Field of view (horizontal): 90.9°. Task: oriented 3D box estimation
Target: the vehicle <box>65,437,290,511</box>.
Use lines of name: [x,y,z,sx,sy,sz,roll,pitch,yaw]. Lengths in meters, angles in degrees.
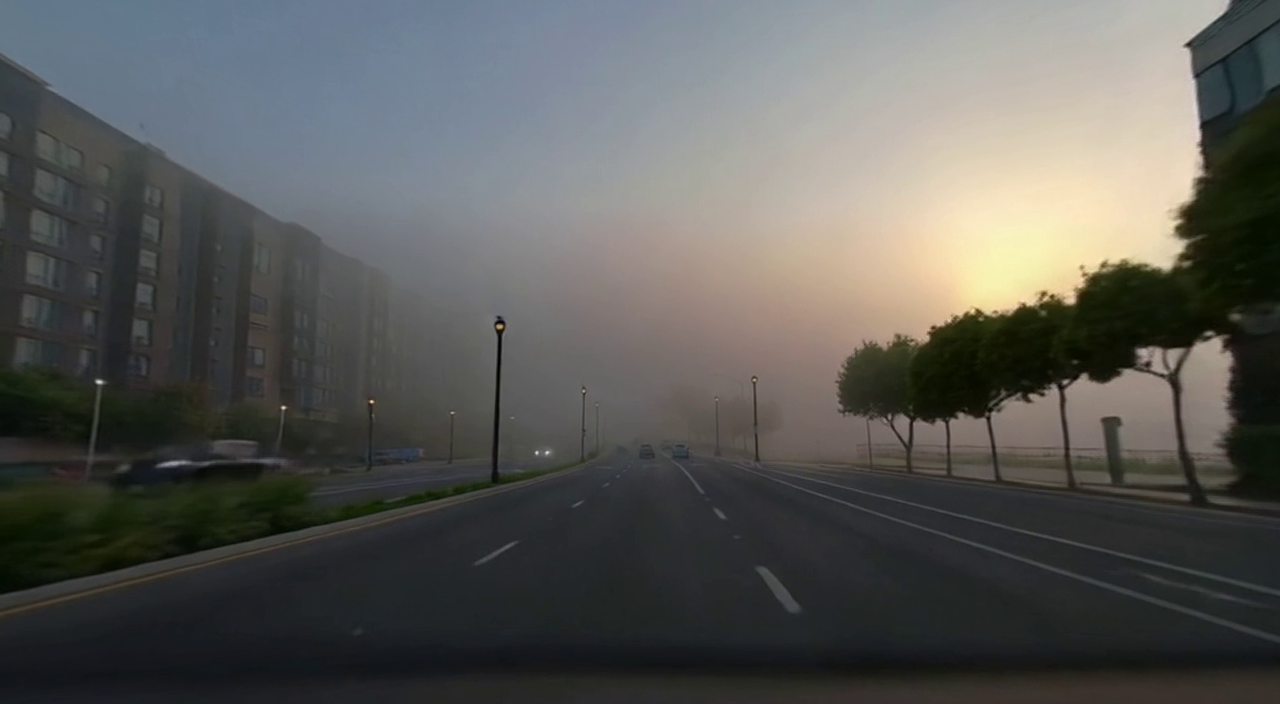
vehicle: [-14.008,3.702,19.780,2.237,1.957,5.836,-1,-9,5]
